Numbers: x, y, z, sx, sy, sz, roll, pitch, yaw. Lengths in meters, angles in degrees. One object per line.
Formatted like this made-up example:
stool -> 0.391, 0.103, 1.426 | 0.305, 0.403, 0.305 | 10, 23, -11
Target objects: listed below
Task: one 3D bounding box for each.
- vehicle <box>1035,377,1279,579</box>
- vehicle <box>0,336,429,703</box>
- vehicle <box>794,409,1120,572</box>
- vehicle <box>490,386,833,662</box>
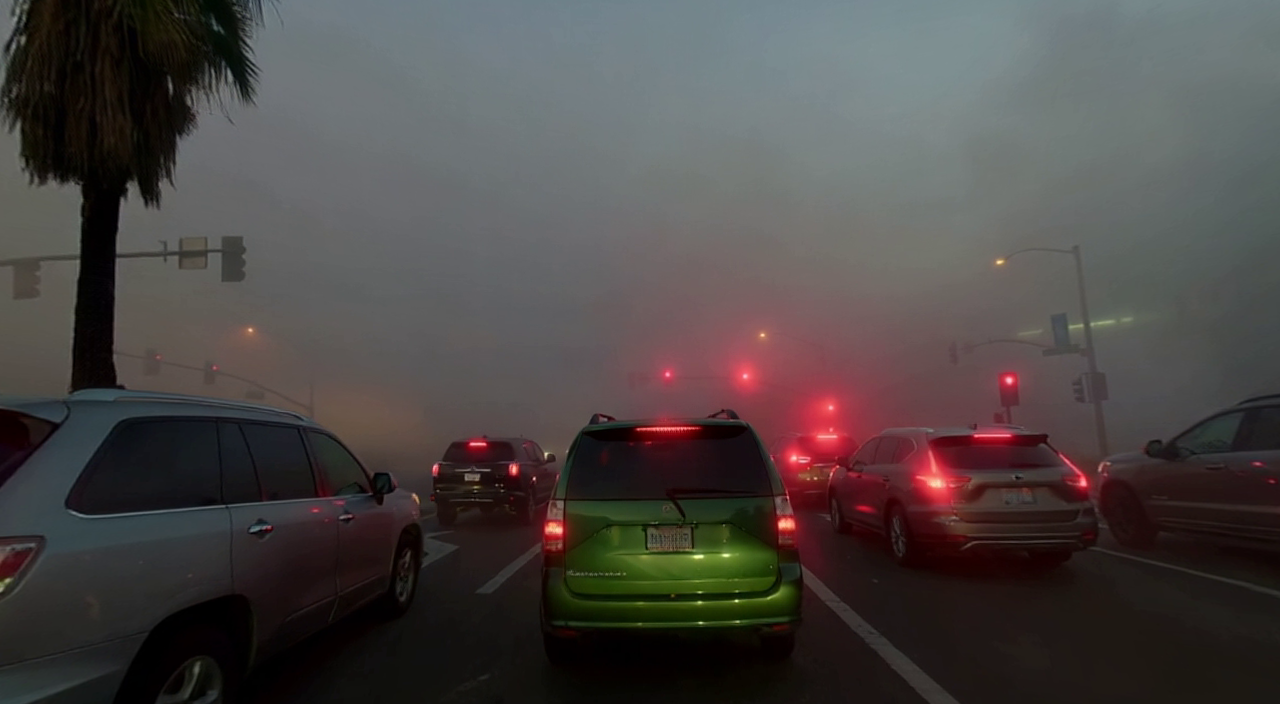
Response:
vehicle -> 7.327, 1.335, 6.858 | 2.337, 1.925, 5.728 | 0, -8, 1
vehicle -> -3.165, 1.086, 3.902 | 2.171, 1.702, 4.416 | 0, -9, 0
vehicle -> 4.003, 1.852, 9.293 | 2.072, 1.704, 5.170 | 0, -9, 0
vehicle -> 0.162, 1.373, 6.052 | 2.123, 1.704, 4.128 | 0, -9, 1
